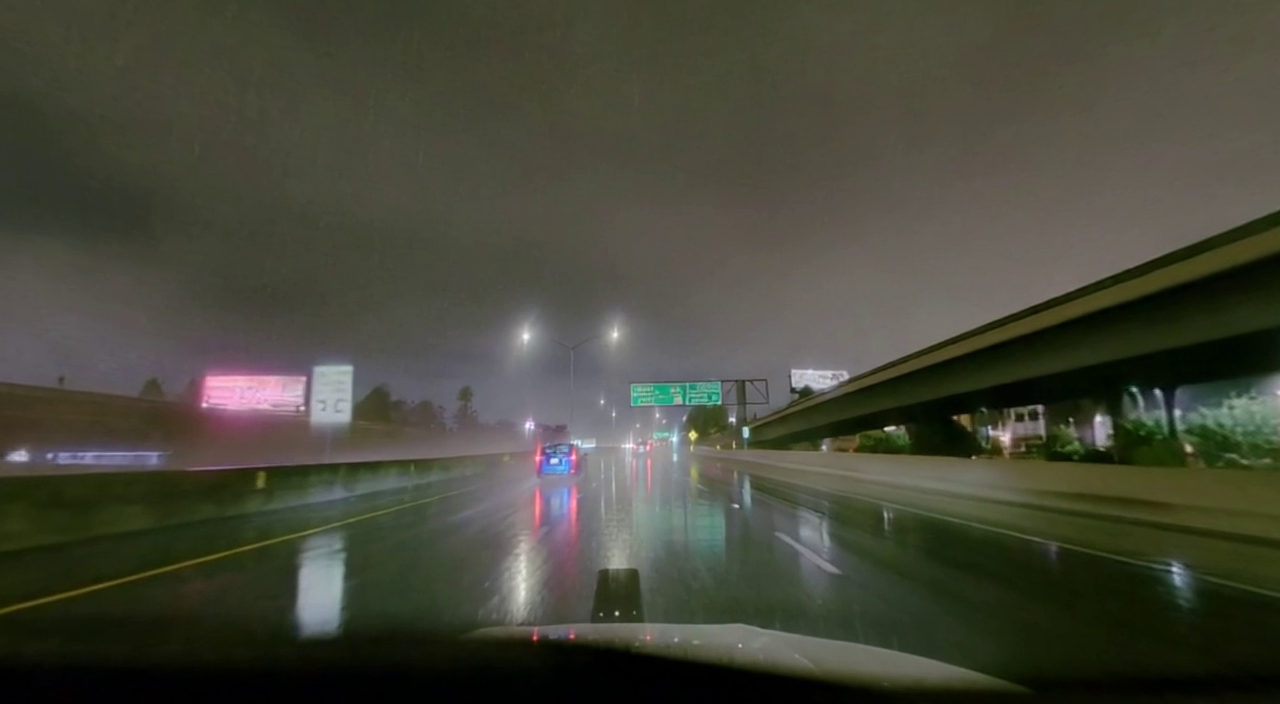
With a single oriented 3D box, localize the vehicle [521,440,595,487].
[{"bbox_3d":[-2.897,4.059,23.351,2.029,1.557,4.570,0,-9,1],"label":"vehicle"}]
